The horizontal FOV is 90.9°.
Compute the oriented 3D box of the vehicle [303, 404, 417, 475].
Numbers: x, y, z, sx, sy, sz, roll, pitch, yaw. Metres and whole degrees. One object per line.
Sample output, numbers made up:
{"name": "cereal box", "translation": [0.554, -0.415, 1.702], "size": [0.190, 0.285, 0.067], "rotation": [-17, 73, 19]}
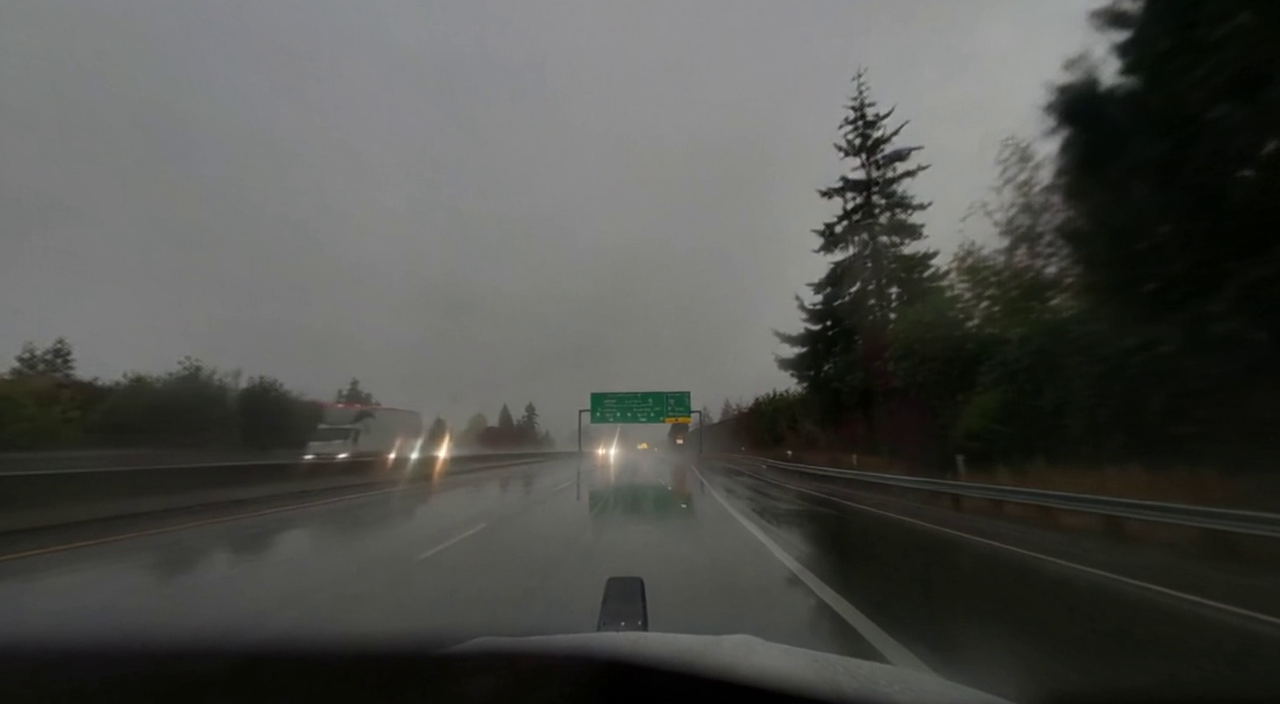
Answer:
{"name": "vehicle", "translation": [-17.977, 5.835, 41.582], "size": [3.044, 4.093, 10.129], "rotation": [0, -9, -1]}
